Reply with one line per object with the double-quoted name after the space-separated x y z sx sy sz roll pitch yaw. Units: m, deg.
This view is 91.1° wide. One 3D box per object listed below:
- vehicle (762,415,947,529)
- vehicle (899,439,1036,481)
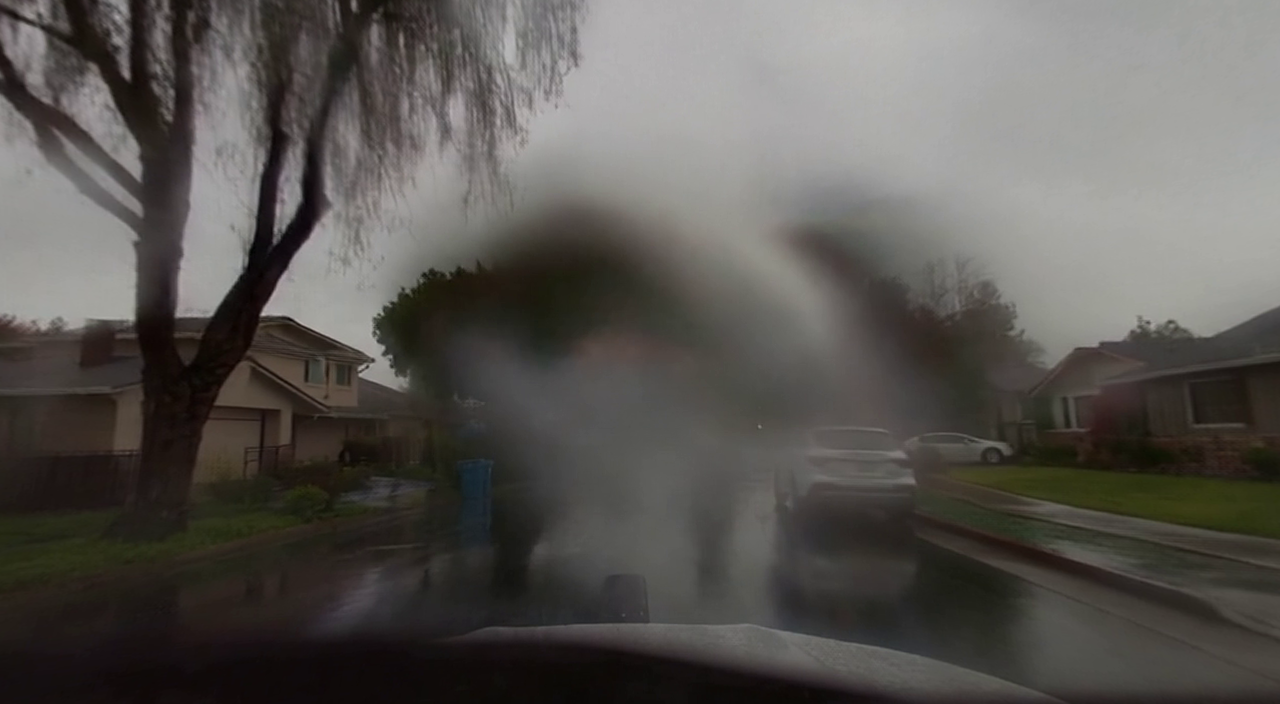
3.789 2.207 12.129 2.163 1.760 4.591 0 -8 3 "vehicle"
12.697 4.209 24.675 4.457 1.510 1.762 -3 -9 19 "vehicle"
